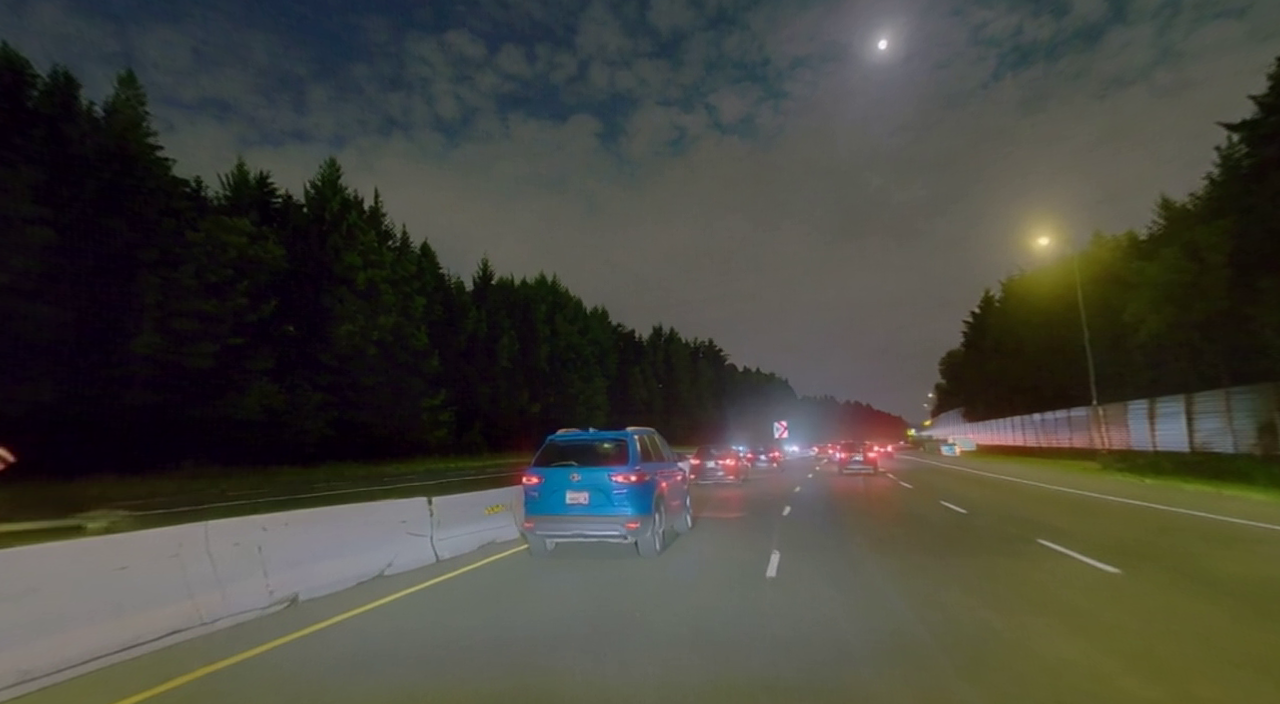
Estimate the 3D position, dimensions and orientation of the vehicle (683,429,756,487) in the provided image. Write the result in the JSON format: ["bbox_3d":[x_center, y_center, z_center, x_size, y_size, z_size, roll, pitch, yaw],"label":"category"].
[{"bbox_3d":[2.621,3.357,20.150,2.017,1.662,3.543,-2,-8,11],"label":"vehicle"}]

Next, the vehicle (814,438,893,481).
[{"bbox_3d":[7.870,3.969,23.666,1.962,1.442,4.536,-1,-8,8],"label":"vehicle"}]

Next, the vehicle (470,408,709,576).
[{"bbox_3d":[-0.340,1.700,8.457,2.021,1.635,4.085,-2,-8,13],"label":"vehicle"}]

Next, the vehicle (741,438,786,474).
[{"bbox_3d":[5.436,4.547,27.680,1.755,1.457,3.686,-2,-8,11],"label":"vehicle"}]

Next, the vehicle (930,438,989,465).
[{"bbox_3d":[18.879,5.904,37.404,1.990,1.478,4.475,-2,-8,13],"label":"vehicle"}]
